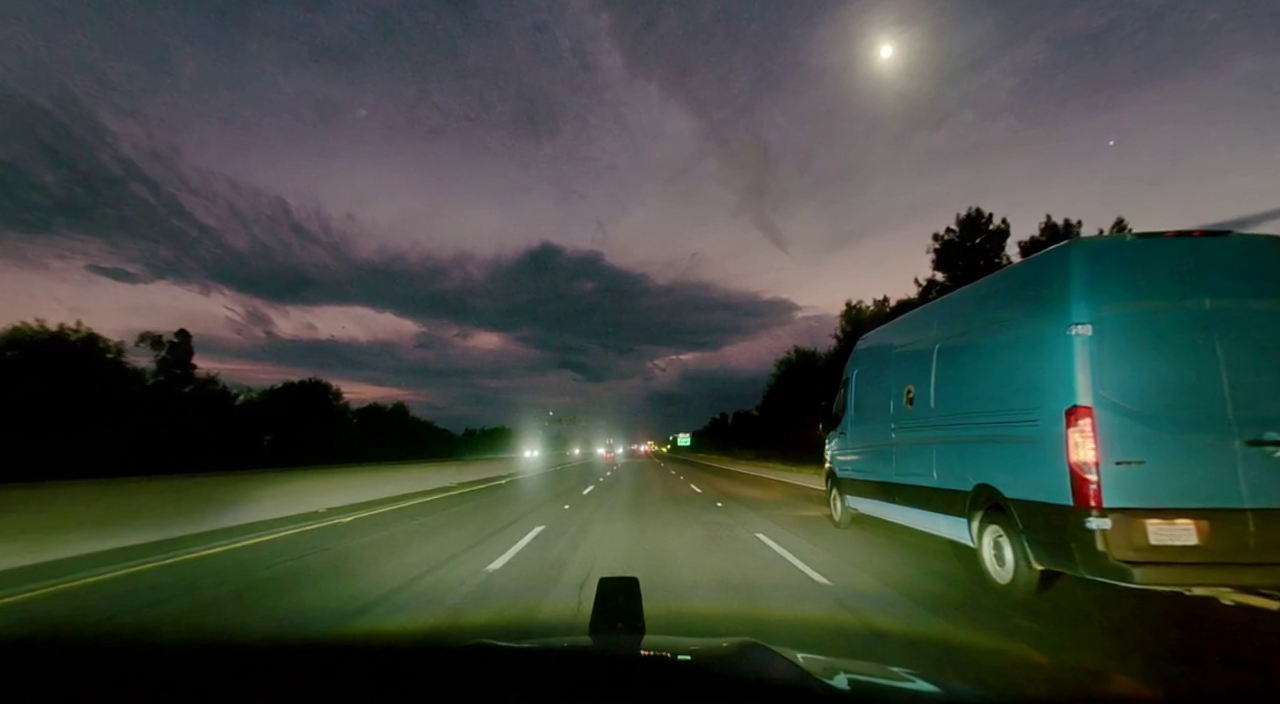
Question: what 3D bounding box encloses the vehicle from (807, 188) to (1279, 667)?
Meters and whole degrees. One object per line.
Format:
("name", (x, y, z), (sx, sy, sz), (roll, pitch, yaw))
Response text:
("vehicle", (4.103, 0.898, 7.095), (2.527, 2.809, 6.831), (0, -9, 0))
